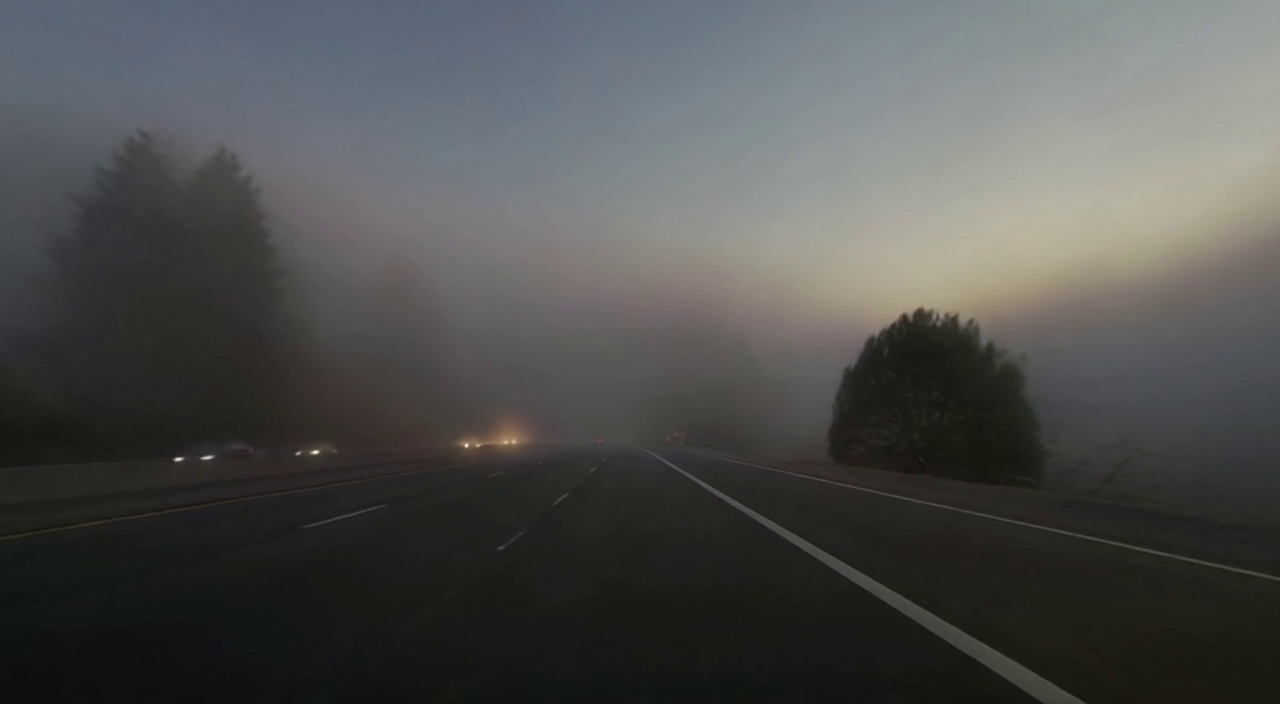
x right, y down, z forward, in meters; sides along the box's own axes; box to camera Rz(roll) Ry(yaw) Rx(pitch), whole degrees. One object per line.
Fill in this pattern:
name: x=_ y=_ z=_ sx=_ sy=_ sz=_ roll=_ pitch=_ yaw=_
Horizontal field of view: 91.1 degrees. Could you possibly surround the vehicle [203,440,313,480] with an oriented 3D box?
vehicle: x=-16.083 y=4.522 z=26.772 sx=1.870 sy=1.524 sz=4.571 roll=0 pitch=-8 yaw=-1
